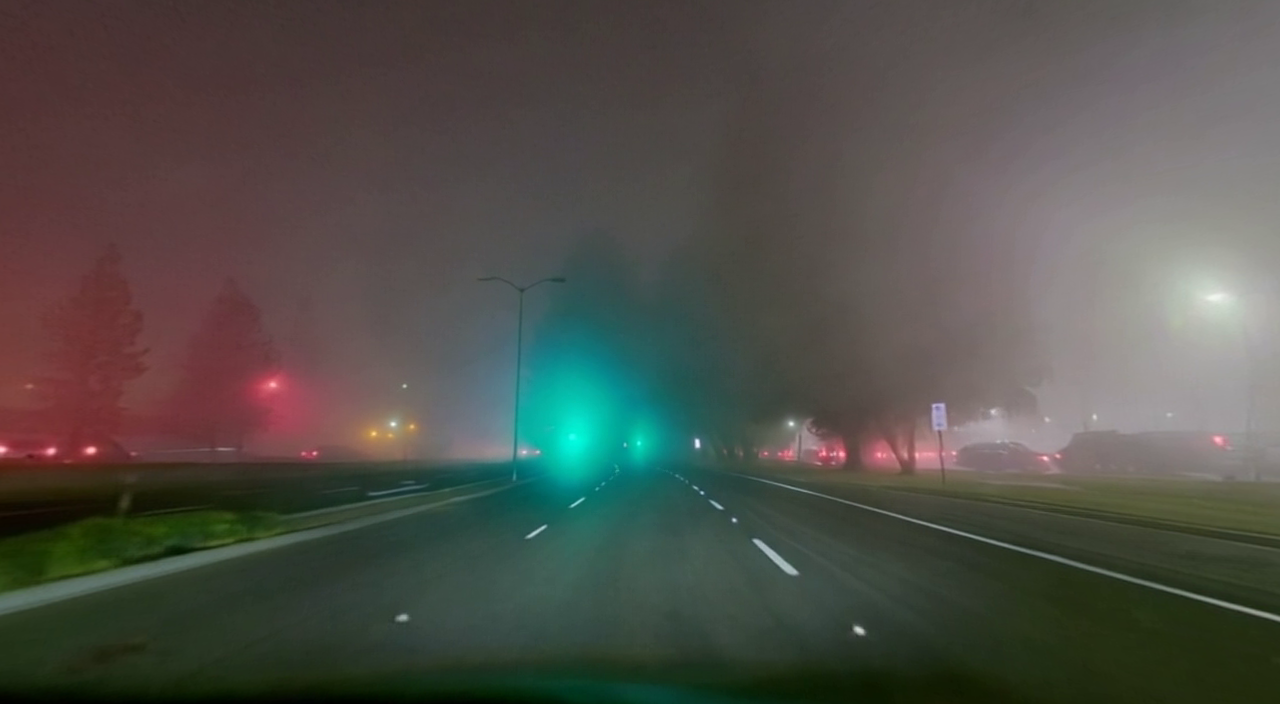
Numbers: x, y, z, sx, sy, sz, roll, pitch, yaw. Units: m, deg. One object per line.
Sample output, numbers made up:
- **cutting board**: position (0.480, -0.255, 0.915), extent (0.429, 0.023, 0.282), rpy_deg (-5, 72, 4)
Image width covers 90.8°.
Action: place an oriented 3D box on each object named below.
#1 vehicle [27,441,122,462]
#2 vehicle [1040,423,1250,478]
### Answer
- **vehicle**: position (-42.457, 7.444, 47.553), extent (4.891, 1.468, 1.952), rpy_deg (4, -10, -28)
- **vehicle**: position (38.110, 7.578, 48.711), extent (3.455, 3.683, 12.209), rpy_deg (5, -10, -24)
